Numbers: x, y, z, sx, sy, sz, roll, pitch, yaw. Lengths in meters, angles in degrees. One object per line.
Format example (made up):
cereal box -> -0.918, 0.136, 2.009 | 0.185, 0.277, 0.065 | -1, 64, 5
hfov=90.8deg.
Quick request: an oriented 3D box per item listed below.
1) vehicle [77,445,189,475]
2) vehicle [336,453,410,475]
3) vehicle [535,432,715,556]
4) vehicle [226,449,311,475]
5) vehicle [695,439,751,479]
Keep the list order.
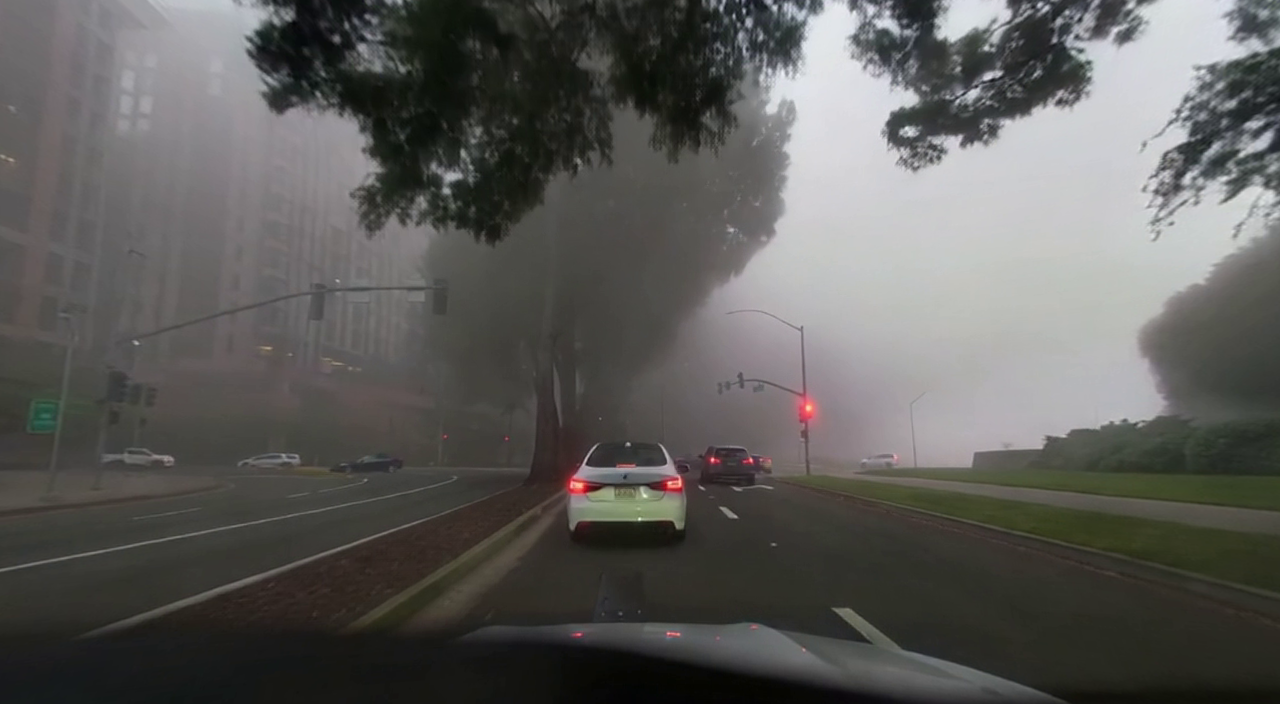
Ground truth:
vehicle -> -31.146, 6.640, 38.929 | 4.877, 1.754, 1.978 | 2, -9, -11
vehicle -> -19.080, 8.028, 45.358 | 4.548, 1.449, 1.802 | 2, -9, -12
vehicle -> -0.163, 2.047, 9.853 | 2.173, 1.479, 4.264 | 0, -9, 1
vehicle -> -25.692, 7.610, 43.851 | 4.575, 1.718, 2.008 | 2, -9, -11
vehicle -> 4.081, 5.354, 31.870 | 2.092, 1.851, 4.913 | 0, -9, -1
